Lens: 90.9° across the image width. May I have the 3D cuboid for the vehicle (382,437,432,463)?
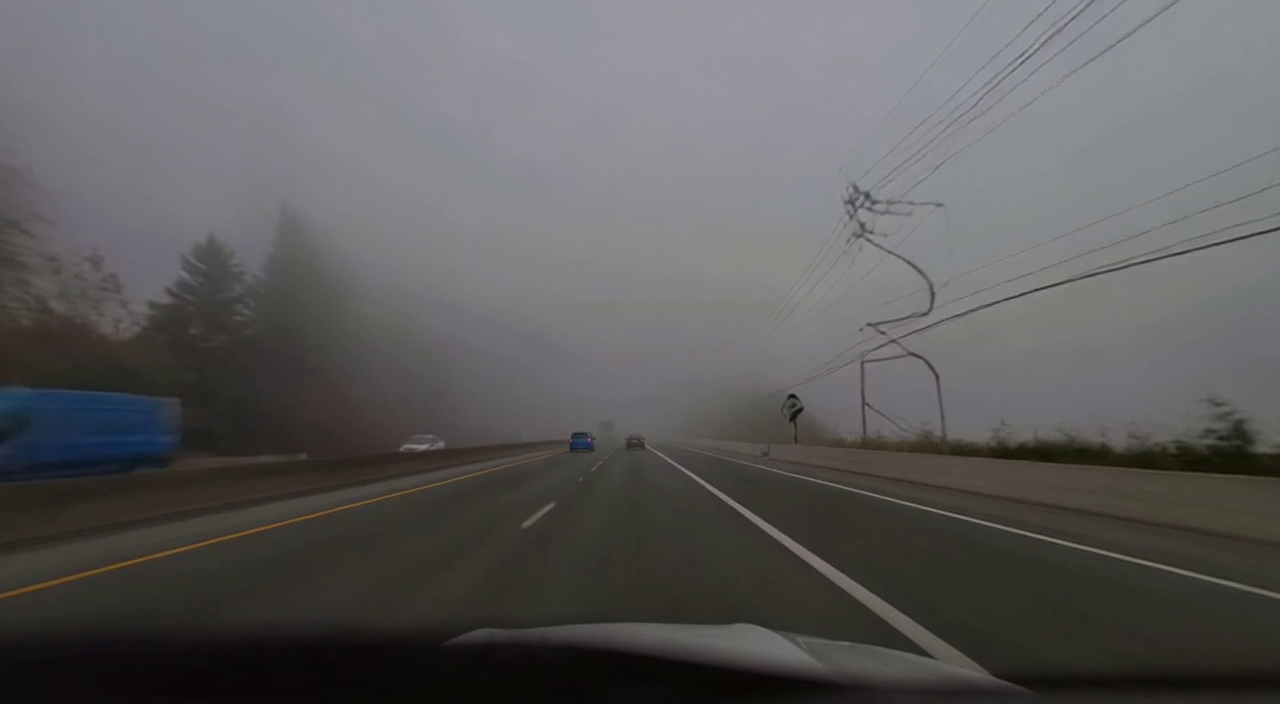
[{"bbox_3d":[-13.096,5.490,35.625,1.552,1.361,3.351,0,-8,-1],"label":"vehicle"}]

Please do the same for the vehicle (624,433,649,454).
[{"bbox_3d":[-0.294,6.952,48.020,1.890,1.472,3.716,0,-8,-1],"label":"vehicle"}]

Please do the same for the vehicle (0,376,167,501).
[{"bbox_3d":[-17.087,2.363,17.269,2.656,3.032,7.159,0,-8,-1],"label":"vehicle"}]
